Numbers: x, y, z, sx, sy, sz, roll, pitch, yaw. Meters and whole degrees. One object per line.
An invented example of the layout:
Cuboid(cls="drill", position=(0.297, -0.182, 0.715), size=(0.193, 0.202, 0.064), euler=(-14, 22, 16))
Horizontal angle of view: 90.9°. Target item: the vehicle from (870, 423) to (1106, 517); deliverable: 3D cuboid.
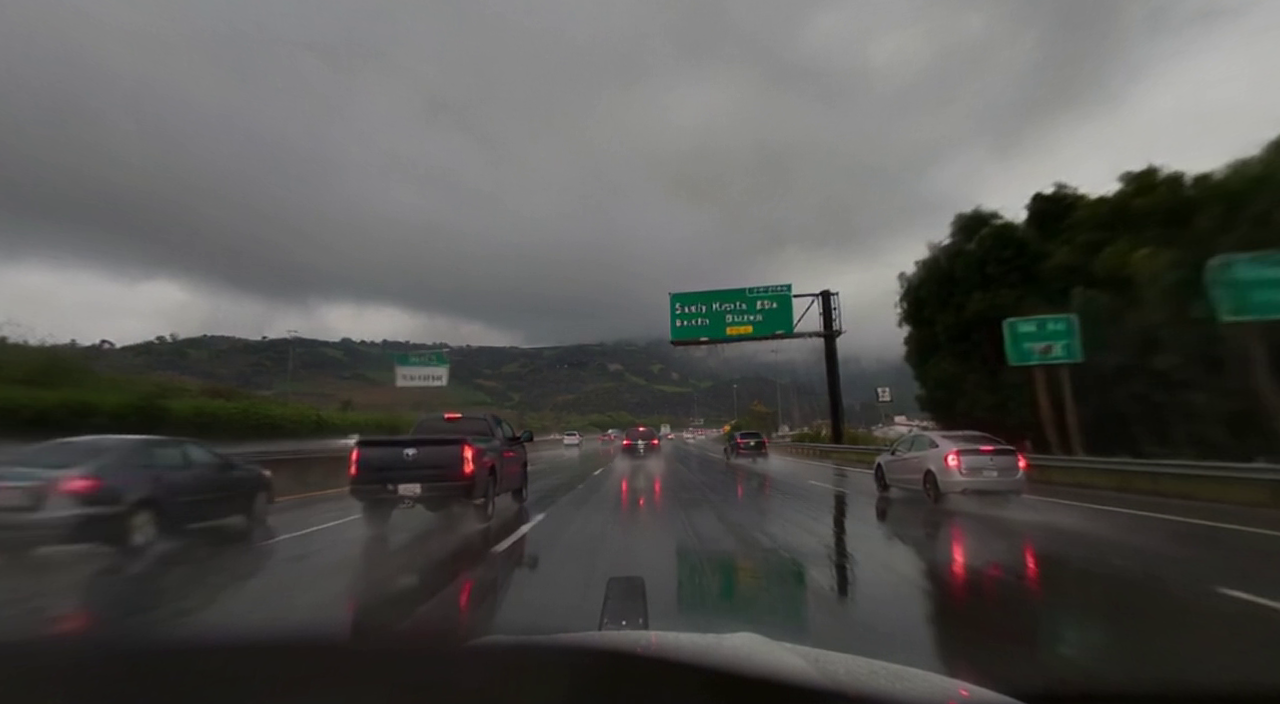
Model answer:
Cuboid(cls="vehicle", position=(6.268, 2.169, 12.119), size=(1.998, 1.456, 4.338), euler=(0, -8, -1))

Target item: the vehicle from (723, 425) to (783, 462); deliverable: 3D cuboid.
Cuboid(cls="vehicle", position=(5.741, 4.729, 32.548), size=(2.067, 1.775, 4.372), euler=(0, -8, -3))

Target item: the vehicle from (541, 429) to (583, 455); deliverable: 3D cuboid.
Cuboid(cls="vehicle", position=(-5.894, 6.919, 48.367), size=(2.238, 1.837, 5.979), euler=(-1, -8, 2))

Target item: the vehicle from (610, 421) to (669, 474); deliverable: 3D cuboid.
Cuboid(cls="vehicle", position=(0.008, 3.601, 23.921), size=(2.052, 1.808, 3.898), euler=(0, -8, 1))

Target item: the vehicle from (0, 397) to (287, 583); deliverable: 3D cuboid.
Cuboid(cls="vehicle", position=(-6.928, 1.616, 8.139), size=(2.052, 1.720, 4.538), euler=(0, -8, 1))

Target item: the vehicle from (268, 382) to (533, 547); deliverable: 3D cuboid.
Cuboid(cls="vehicle", position=(-3.425, 1.795, 10.690), size=(2.316, 1.999, 5.765), euler=(0, -8, -1))
